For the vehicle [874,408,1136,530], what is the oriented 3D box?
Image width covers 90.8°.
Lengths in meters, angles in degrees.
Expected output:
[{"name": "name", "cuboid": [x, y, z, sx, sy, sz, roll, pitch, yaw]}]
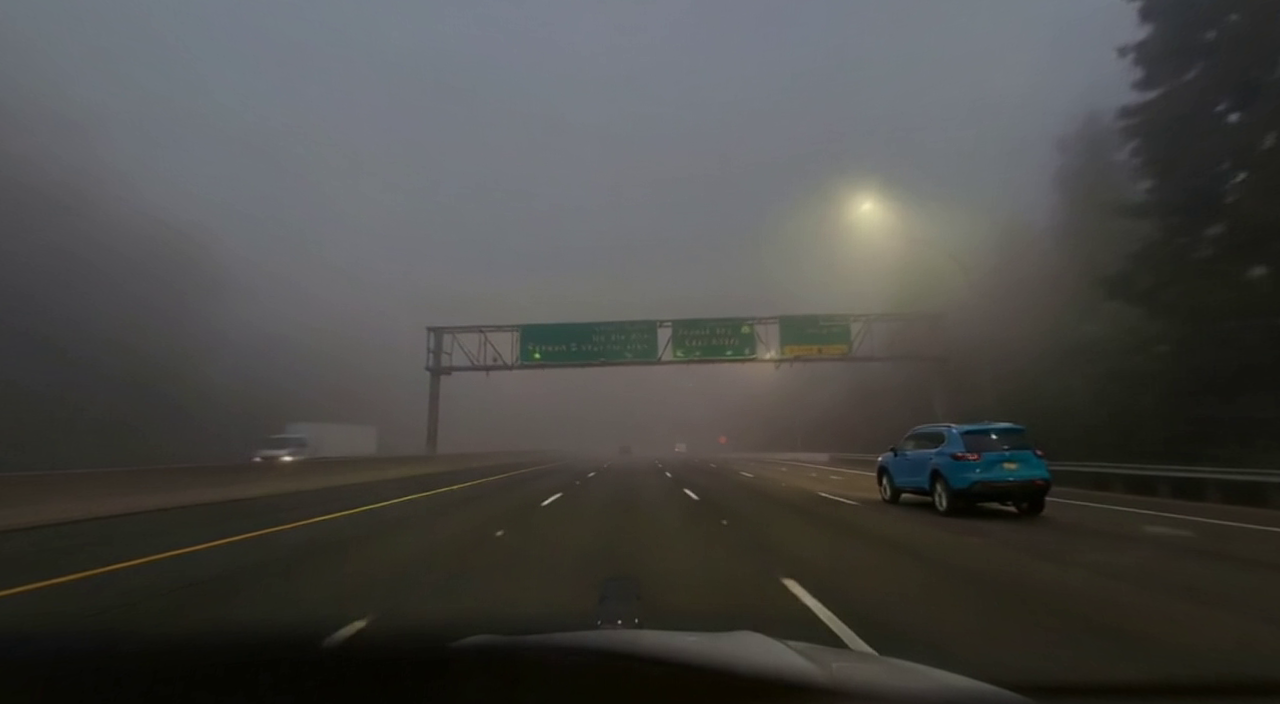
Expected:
[{"name": "vehicle", "cuboid": [6.579, 2.171, 12.243, 2.222, 1.899, 4.595, 0, -8, -1]}]

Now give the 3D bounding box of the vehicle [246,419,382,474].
[{"name": "vehicle", "cuboid": [-22.085, 6.585, 44.108, 2.950, 3.260, 12.497, 0, -8, 0]}]
